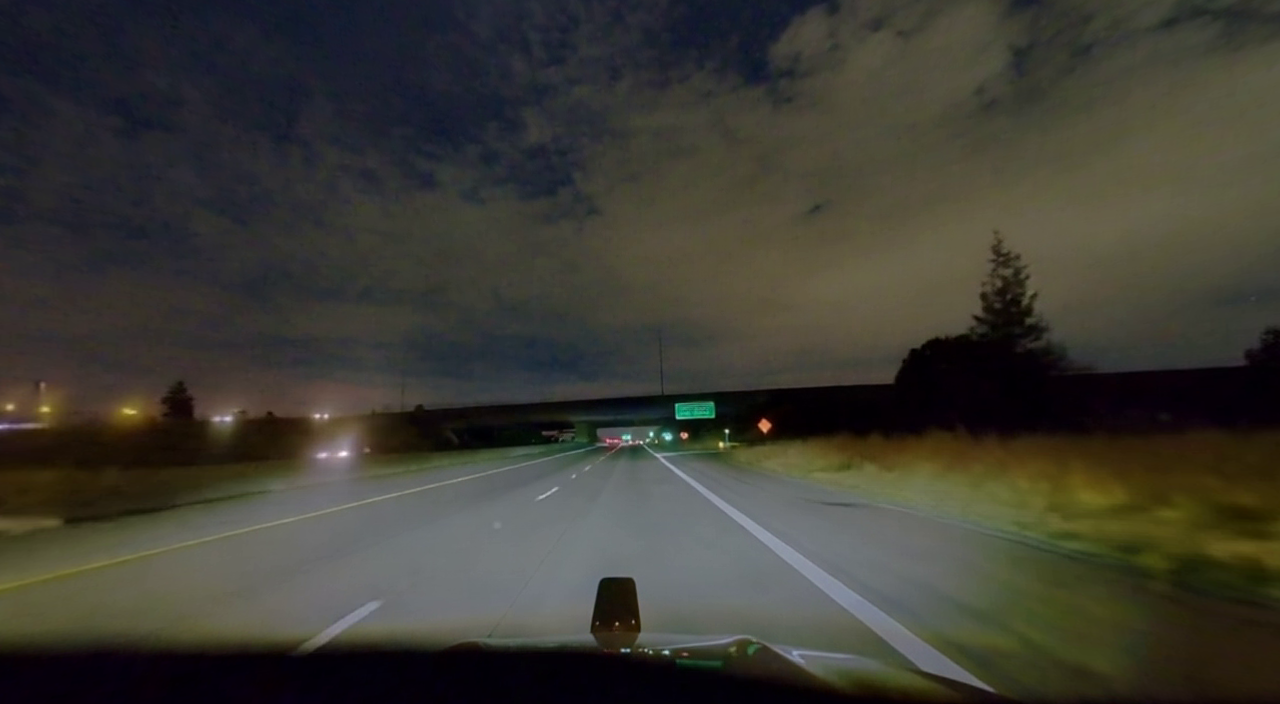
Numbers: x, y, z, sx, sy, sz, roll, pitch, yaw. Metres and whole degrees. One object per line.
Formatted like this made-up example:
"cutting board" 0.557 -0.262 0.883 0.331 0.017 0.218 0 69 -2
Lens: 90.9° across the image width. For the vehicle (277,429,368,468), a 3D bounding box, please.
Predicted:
"vehicle" -15.730 4.788 31.555 2.112 1.744 4.771 1 -8 -1
